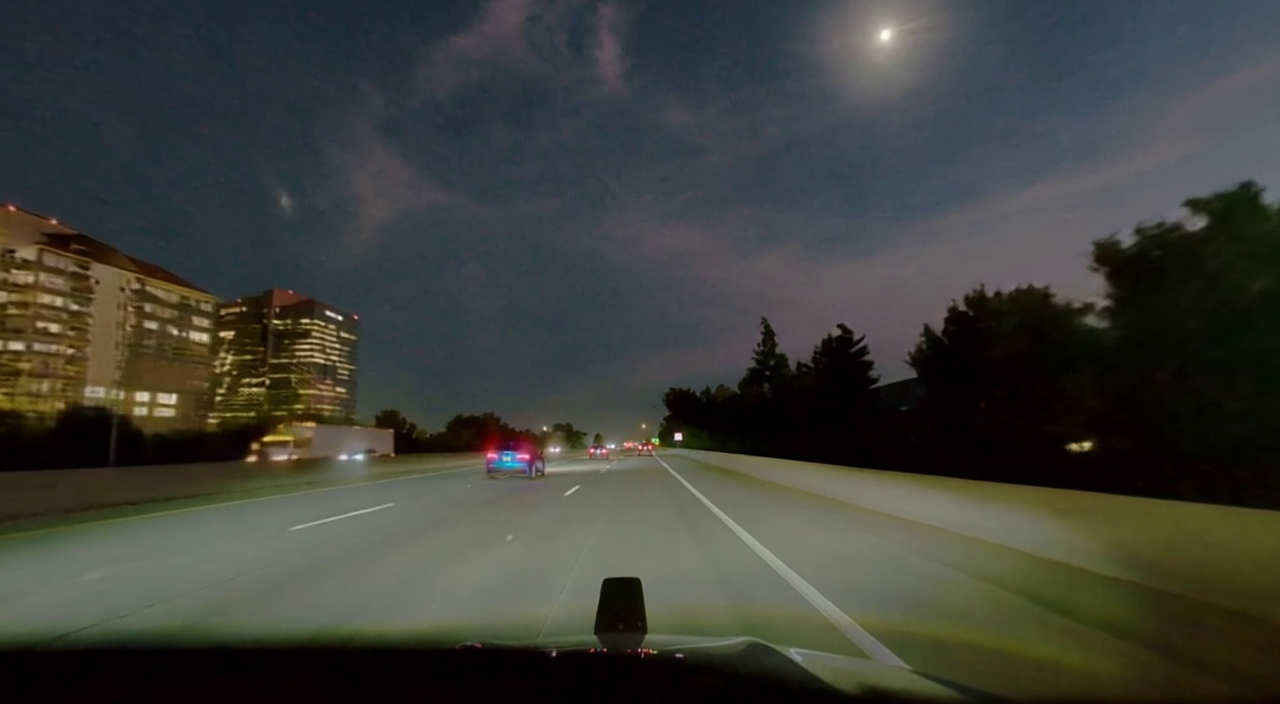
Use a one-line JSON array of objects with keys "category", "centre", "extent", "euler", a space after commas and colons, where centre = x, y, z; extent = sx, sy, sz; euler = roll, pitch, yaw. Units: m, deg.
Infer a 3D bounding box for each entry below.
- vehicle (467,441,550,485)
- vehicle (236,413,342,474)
[{"category": "vehicle", "centre": [-4.733, 4.050, 23.436], "extent": [2.083, 1.471, 4.350], "euler": [0, -8, 1]}, {"category": "vehicle", "centre": [-25.043, 6.600, 45.641], "extent": [2.979, 3.958, 8.184], "euler": [0, -8, -1]}]
